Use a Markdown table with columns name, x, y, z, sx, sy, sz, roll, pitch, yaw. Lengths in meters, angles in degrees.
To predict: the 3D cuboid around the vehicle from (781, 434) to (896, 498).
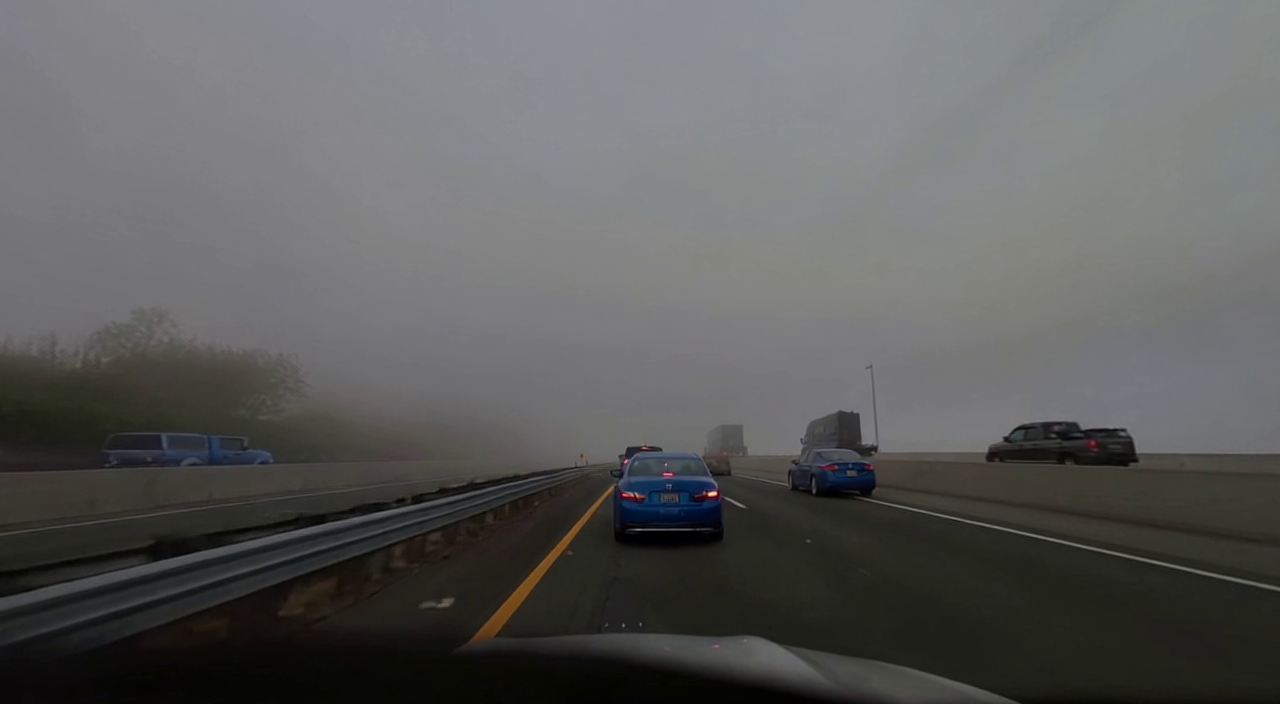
| name | x | y | z | sx | sy | sz | roll | pitch | yaw |
| --- | --- | --- | --- | --- | --- | --- | --- | --- | --- |
| vehicle | 6.273 | 3.677 | 20.625 | 2.177 | 1.827 | 4.565 | 0 | -9 | -1 |

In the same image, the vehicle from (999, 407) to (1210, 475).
| name | x | y | z | sx | sy | sz | roll | pitch | yaw |
| --- | --- | --- | --- | --- | --- | --- | --- | --- | --- |
| vehicle | 31.501 | 6.381 | 44.329 | 2.822 | 3.996 | 14.073 | 1 | -9 | -7 |

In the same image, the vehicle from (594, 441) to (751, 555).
| name | x | y | z | sx | sy | sz | roll | pitch | yaw |
| --- | --- | --- | --- | --- | --- | --- | --- | --- | --- |
| vehicle | 0.412 | 2.237 | 10.289 | 2.076 | 1.485 | 3.774 | 0 | -9 | 0 |

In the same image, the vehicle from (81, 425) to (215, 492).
| name | x | y | z | sx | sy | sz | roll | pitch | yaw |
| --- | --- | --- | --- | --- | --- | --- | --- | --- | --- |
| vehicle | -33.552 | 7.251 | 43.489 | 2.902 | 3.981 | 7.819 | -3 | -8 | 0 |
